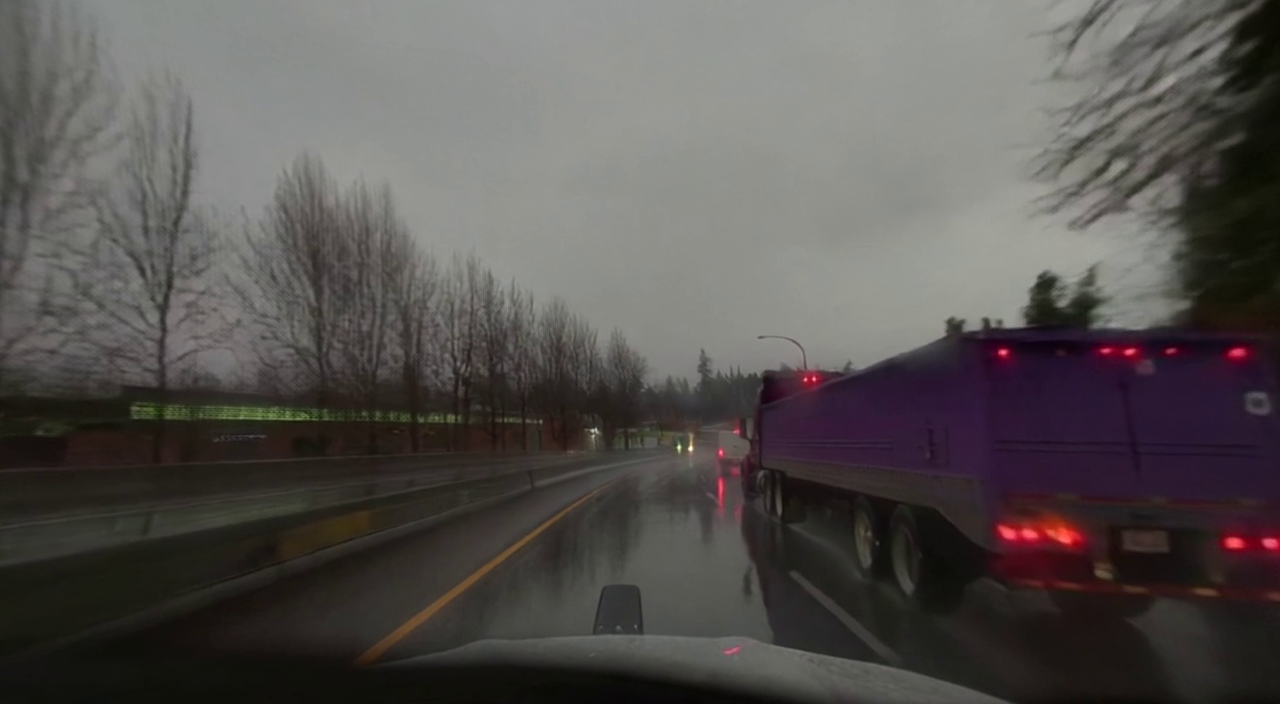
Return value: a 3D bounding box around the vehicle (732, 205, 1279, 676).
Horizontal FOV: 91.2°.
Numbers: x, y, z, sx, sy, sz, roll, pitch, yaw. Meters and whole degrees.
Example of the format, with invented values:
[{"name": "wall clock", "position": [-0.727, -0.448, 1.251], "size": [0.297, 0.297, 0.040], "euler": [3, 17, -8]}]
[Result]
[{"name": "vehicle", "position": [4.107, 1.692, 11.952], "size": [2.916, 3.563, 14.462], "euler": [-1, -9, 2]}]
